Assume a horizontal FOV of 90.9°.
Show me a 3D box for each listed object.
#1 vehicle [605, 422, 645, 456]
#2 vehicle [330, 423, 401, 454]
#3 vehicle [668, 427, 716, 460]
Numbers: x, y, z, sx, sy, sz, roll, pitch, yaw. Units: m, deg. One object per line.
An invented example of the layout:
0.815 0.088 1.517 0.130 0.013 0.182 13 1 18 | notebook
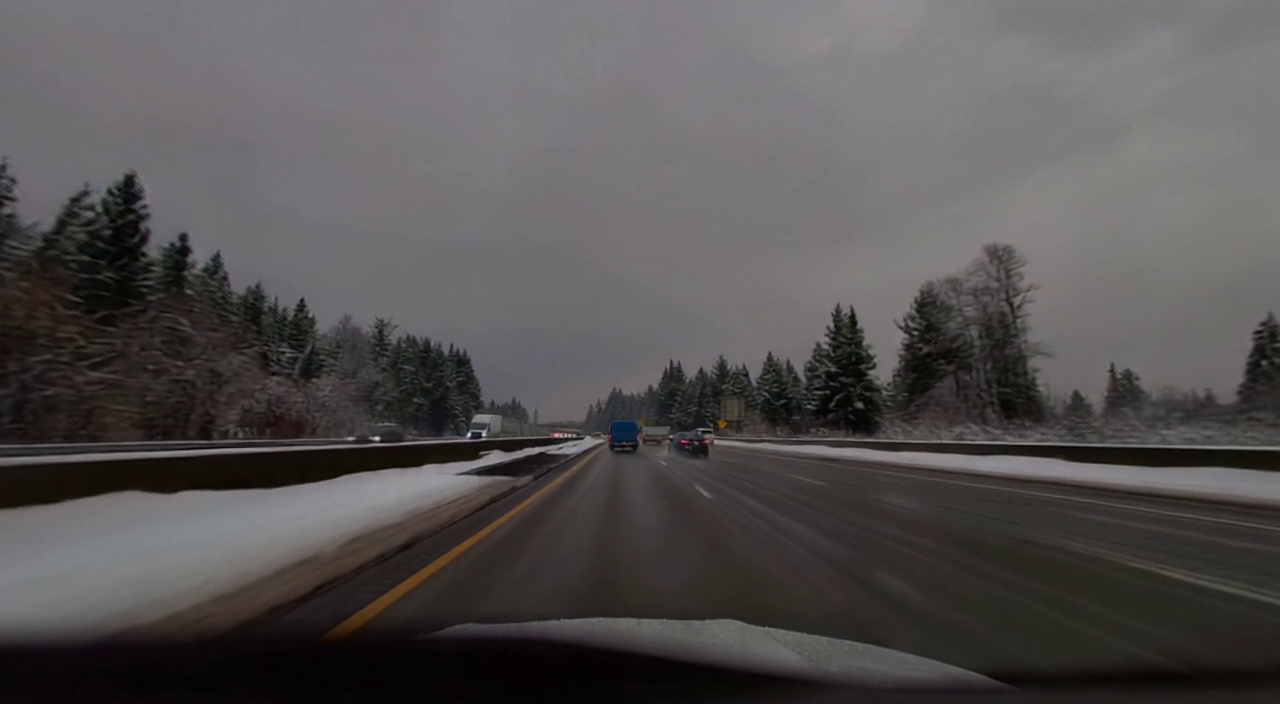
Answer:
-0.943 5.454 39.692 2.403 1.994 4.683 0 -8 -1 | vehicle
-14.220 4.501 32.977 1.845 1.509 4.226 0 -8 0 | vehicle
2.647 4.745 32.741 1.996 1.589 3.715 0 -8 -3 | vehicle
